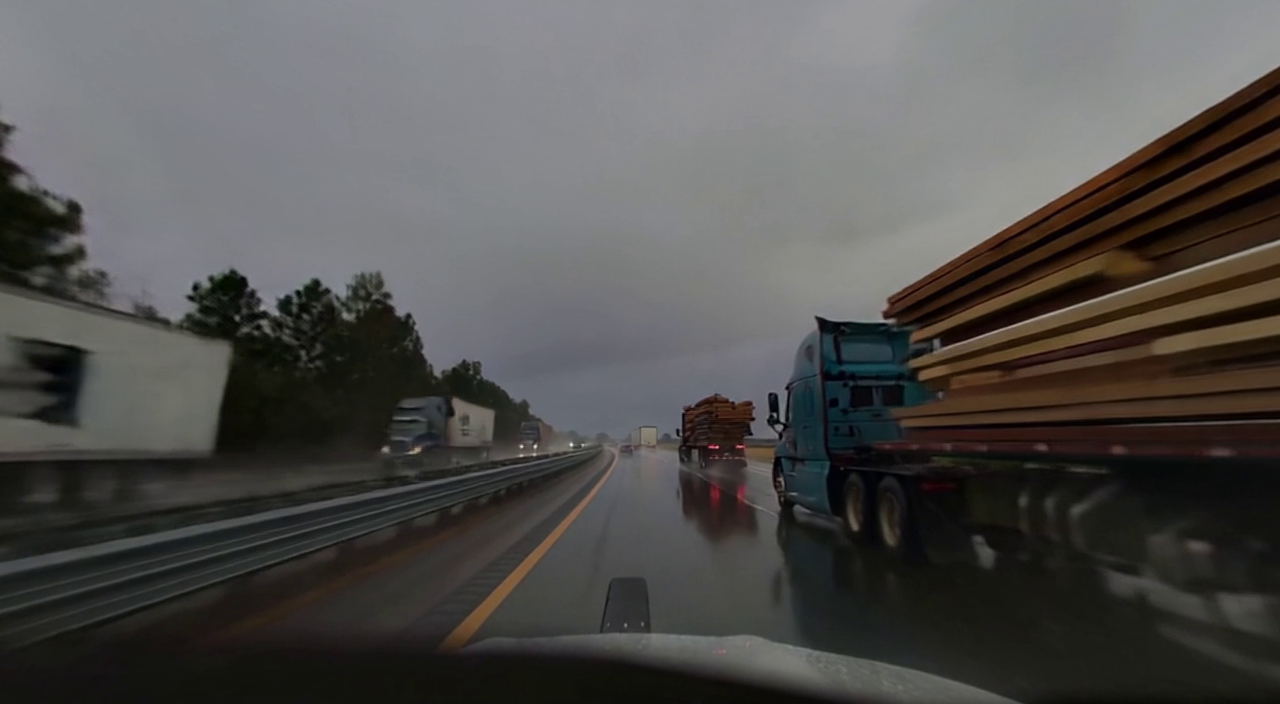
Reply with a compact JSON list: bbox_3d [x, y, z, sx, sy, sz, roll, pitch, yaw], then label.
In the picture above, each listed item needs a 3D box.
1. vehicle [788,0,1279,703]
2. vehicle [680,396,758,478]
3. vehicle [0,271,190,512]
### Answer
[{"bbox_3d":[4.724,0.157,5.213,3.024,4.065,13.796,-1,-8,-2],"label":"vehicle"},{"bbox_3d":[4.468,5.400,39.543,3.023,4.054,16.882,0,-8,1],"label":"vehicle"},{"bbox_3d":[-12.248,0.268,7.956,2.969,4.021,13.849,0,-9,-1],"label":"vehicle"}]
